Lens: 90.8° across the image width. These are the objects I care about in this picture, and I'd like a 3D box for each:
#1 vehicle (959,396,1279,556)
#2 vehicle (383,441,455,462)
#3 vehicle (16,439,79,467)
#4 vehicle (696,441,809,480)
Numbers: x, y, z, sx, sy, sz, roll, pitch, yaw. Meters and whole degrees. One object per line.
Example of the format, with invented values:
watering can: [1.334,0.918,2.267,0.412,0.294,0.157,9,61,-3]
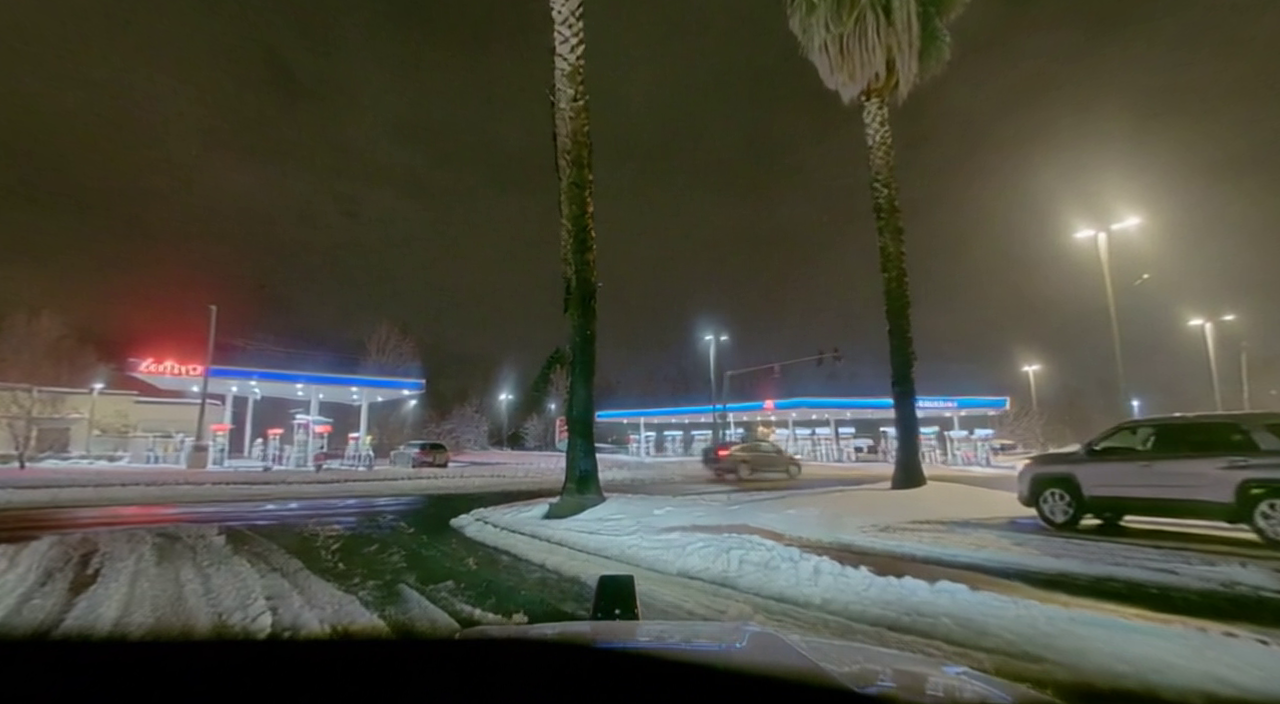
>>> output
vehicle: [7.541,1.695,9.103,2.028,1.850,4.731,6,-10,-35]
vehicle: [-16.768,7.539,48.060,4.764,1.523,1.849,6,-10,-34]
vehicle: [-33.610,5.740,35.948,1.901,1.463,3.948,6,-10,-34]
vehicle: [4.845,4.561,26.891,4.758,1.497,1.856,5,-10,-34]
